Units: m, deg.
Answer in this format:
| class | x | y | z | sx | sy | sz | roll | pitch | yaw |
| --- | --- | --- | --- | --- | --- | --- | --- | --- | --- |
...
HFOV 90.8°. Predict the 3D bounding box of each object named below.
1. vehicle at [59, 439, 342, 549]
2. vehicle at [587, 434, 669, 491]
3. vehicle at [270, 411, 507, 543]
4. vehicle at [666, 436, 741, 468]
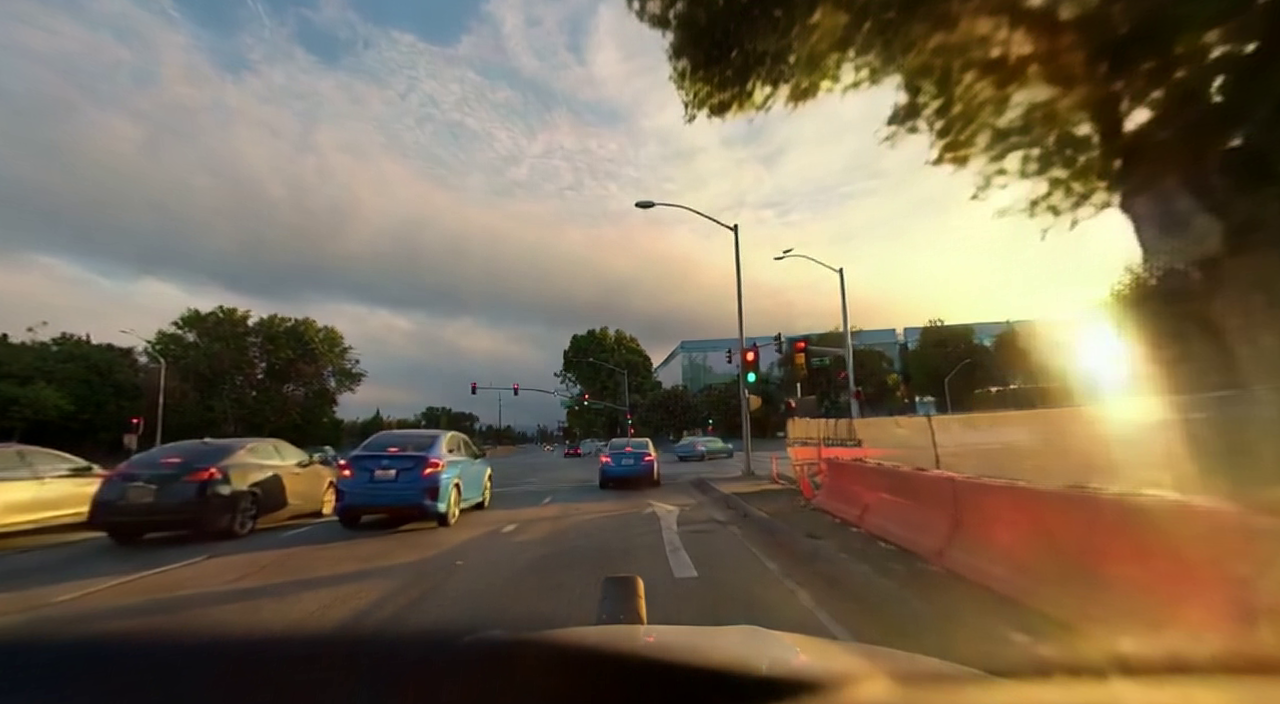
| class | x | y | z | sx | sy | sz | roll | pitch | yaw |
| --- | --- | --- | --- | --- | --- | --- | --- | --- | --- |
| vehicle | -7.387 | 2.387 | 11.348 | 1.931 | 1.559 | 4.355 | 0 | -9 | 0 |
| vehicle | -0.249 | 3.291 | 19.076 | 2.183 | 1.506 | 4.286 | -1 | -9 | 2 |
| vehicle | -4.097 | 2.148 | 11.524 | 2.240 | 1.844 | 5.043 | 0 | -9 | 0 |
| vehicle | 3.266 | 5.038 | 31.963 | 1.873 | 1.477 | 4.467 | -6 | -10 | 33 |
